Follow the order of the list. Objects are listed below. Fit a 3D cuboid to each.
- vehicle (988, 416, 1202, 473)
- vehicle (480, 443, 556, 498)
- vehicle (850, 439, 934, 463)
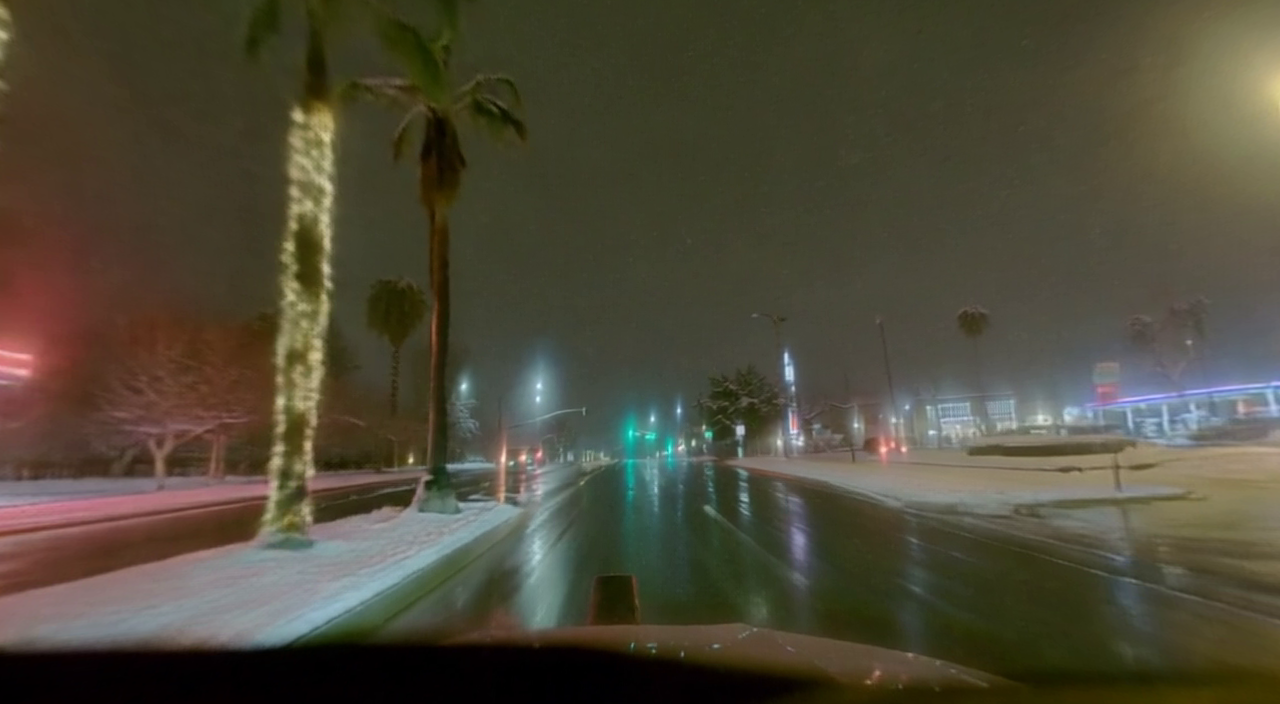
[{"bbox_3d":[14.366,2.950,20.169,5.317,1.700,1.901,0,-9,-1],"label":"vehicle"},{"bbox_3d":[-3.784,3.703,20.251,2.073,1.525,4.809,1,-9,-8],"label":"vehicle"},{"bbox_3d":[16.152,6.380,40.681,4.549,1.492,1.981,0,-9,3],"label":"vehicle"}]
